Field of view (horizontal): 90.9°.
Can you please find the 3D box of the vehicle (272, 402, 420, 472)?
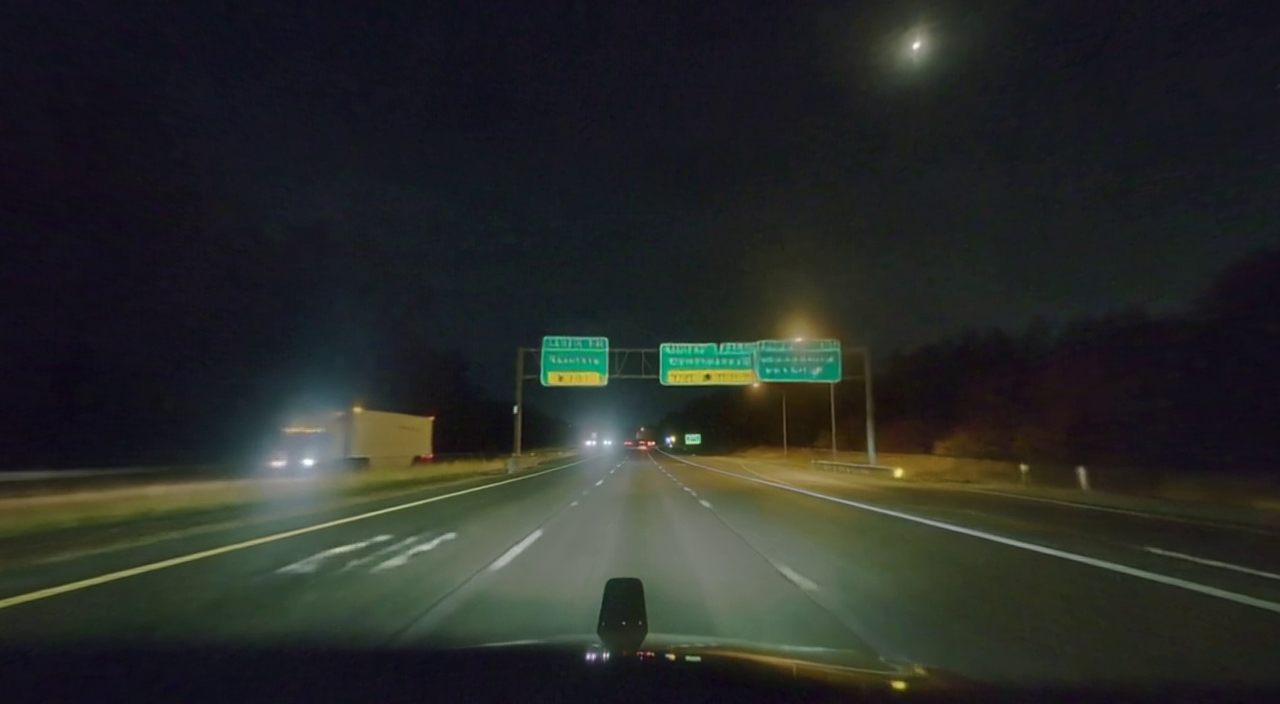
[{"bbox_3d":[-19.288,5.977,43.236,3.084,3.900,14.884,0,-9,0],"label":"vehicle"}]
